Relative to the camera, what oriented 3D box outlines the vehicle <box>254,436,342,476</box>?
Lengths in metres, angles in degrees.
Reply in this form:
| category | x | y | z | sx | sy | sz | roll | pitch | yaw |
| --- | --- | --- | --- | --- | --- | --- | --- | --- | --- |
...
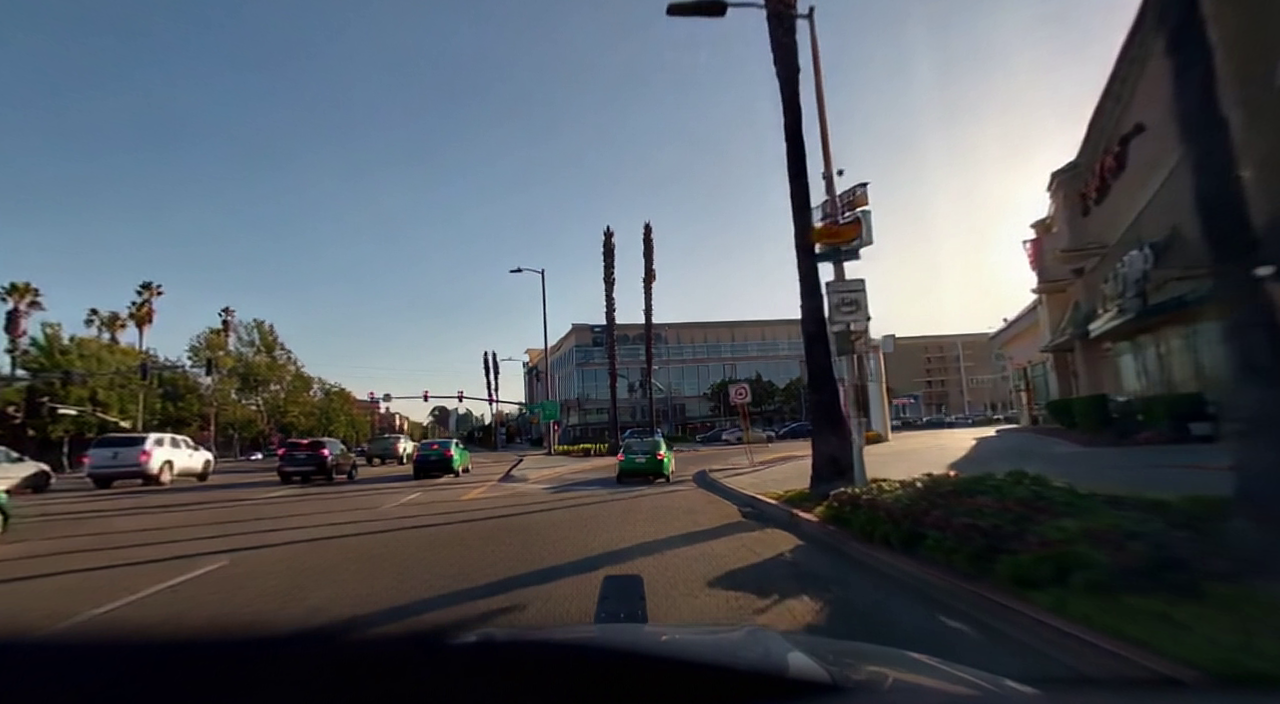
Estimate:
| category | x | y | z | sx | sy | sz | roll | pitch | yaw |
| --- | --- | --- | --- | --- | --- | --- | --- | --- | --- |
| vehicle | -15.888 | 4.829 | 29.618 | 2.020 | 1.709 | 4.343 | 1 | -8 | -6 |

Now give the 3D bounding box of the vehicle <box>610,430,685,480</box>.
| category | x | y | z | sx | sy | sz | roll | pitch | yaw |
| --- | --- | --- | --- | --- | --- | --- | --- | --- | --- |
| vehicle | 0.376 | 3.497 | 21.670 | 2.070 | 1.493 | 4.570 | -1 | -8 | 7 |

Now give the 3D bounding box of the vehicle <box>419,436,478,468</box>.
| category | x | y | z | sx | sy | sz | roll | pitch | yaw |
| --- | --- | --- | --- | --- | --- | --- | --- | --- | --- |
| vehicle | -9.546 | 5.005 | 31.819 | 1.912 | 1.487 | 4.471 | 1 | -8 | -5 |

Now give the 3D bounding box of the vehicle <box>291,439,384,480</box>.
| category | x | y | z | sx | sy | sz | roll | pitch | yaw |
| --- | --- | --- | --- | --- | --- | --- | --- | --- | --- |
| vehicle | -11.993 | 4.254 | 25.409 | 1.905 | 1.482 | 4.463 | 1 | -8 | -6 |

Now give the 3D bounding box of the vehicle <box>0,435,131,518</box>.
| category | x | y | z | sx | sy | sz | roll | pitch | yaw |
| --- | --- | --- | --- | --- | --- | --- | --- | --- | --- |
| vehicle | -14.235 | 2.715 | 14.038 | 2.108 | 1.669 | 5.076 | 1 | -8 | -7 |
